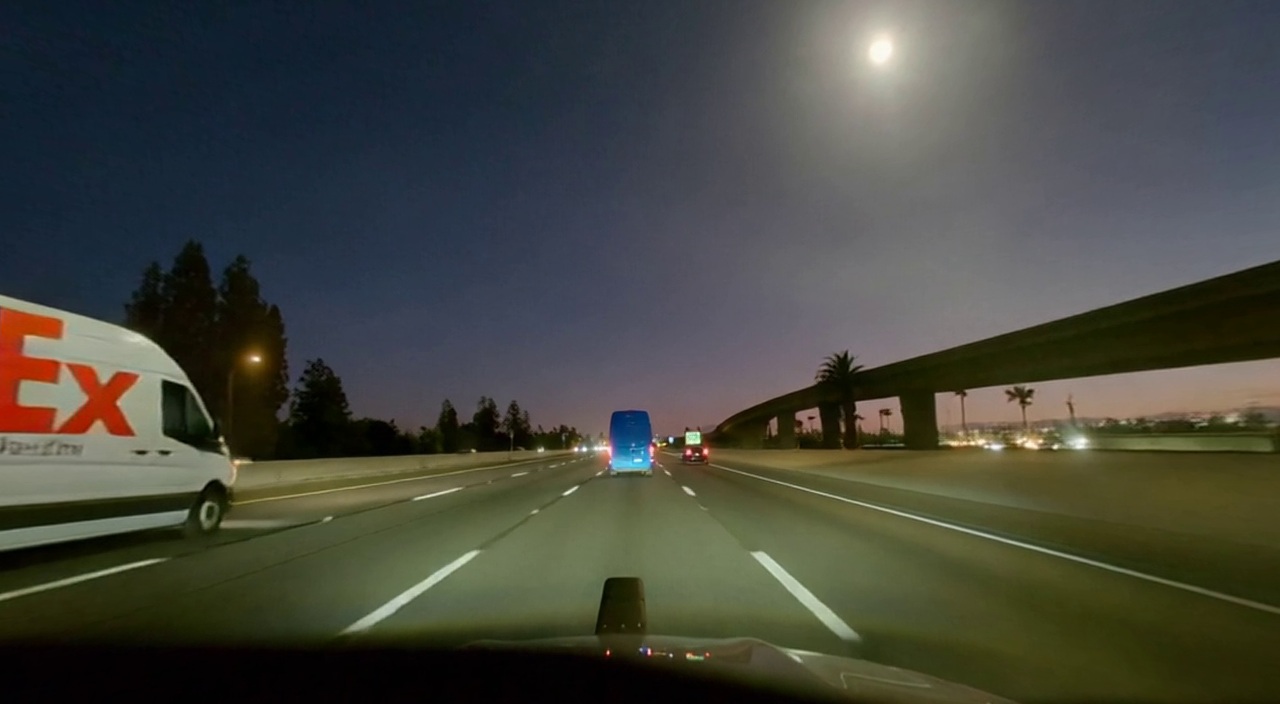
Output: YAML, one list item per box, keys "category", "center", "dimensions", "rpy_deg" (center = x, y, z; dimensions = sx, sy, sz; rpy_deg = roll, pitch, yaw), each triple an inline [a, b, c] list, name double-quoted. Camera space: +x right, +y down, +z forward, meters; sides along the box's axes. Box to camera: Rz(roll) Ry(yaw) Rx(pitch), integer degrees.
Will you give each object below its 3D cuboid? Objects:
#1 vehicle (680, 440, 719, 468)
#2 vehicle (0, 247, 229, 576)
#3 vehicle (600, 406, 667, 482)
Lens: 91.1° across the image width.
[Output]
- category: "vehicle"
  center: [3.653, 6.314, 39.000]
  dimensions: [1.987, 1.648, 3.984]
  rpy_deg: [0, -8, -1]
- category: "vehicle"
  center: [-7.708, 0.575, 5.800]
  dimensions: [2.965, 3.178, 7.188]
  rpy_deg: [-2, -9, 0]
- category: "vehicle"
  center: [-0.141, 3.836, 26.209]
  dimensions: [2.476, 2.776, 5.598]
  rpy_deg: [0, -8, 2]
